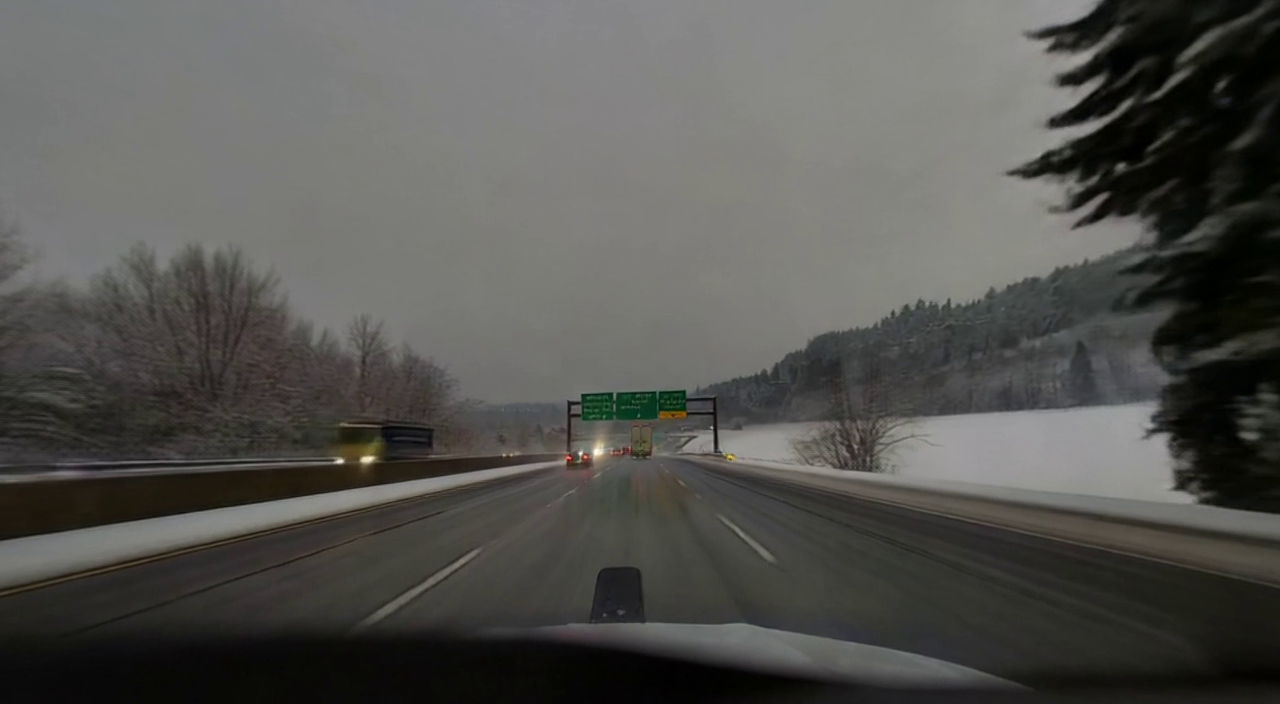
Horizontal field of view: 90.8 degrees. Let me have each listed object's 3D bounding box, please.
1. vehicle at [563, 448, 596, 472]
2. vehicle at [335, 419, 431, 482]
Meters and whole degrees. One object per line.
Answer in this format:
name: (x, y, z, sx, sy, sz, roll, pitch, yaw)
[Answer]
vehicle: (-3.991, 7.209, 42.283, 1.886, 1.465, 4.119, 0, -9, 0)
vehicle: (-14.843, 5.804, 37.130, 2.647, 3.305, 7.301, 0, -9, -1)
